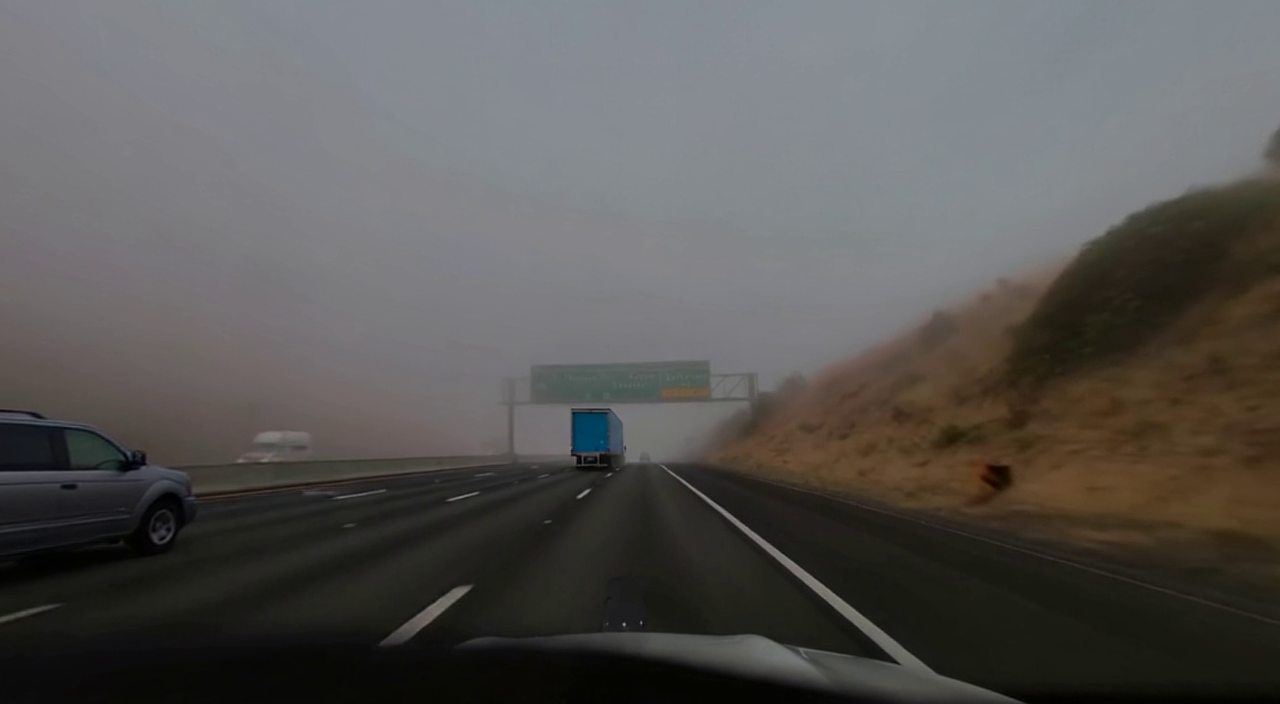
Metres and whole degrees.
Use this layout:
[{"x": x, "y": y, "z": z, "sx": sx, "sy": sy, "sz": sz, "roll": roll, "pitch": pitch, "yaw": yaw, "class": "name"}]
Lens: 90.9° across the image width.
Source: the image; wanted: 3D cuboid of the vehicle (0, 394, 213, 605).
[{"x": -6.810, "y": 1.333, "z": 5.711, "sx": 2.175, "sy": 1.860, "sz": 5.236, "roll": 0, "pitch": -8, "yaw": 0, "class": "vehicle"}]

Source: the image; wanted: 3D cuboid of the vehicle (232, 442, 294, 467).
[{"x": -23.225, "y": 6.339, "z": 38.983, "sx": 1.582, "sy": 1.421, "sz": 3.587, "roll": -1, "pitch": -9, "yaw": 1, "class": "vehicle"}]
